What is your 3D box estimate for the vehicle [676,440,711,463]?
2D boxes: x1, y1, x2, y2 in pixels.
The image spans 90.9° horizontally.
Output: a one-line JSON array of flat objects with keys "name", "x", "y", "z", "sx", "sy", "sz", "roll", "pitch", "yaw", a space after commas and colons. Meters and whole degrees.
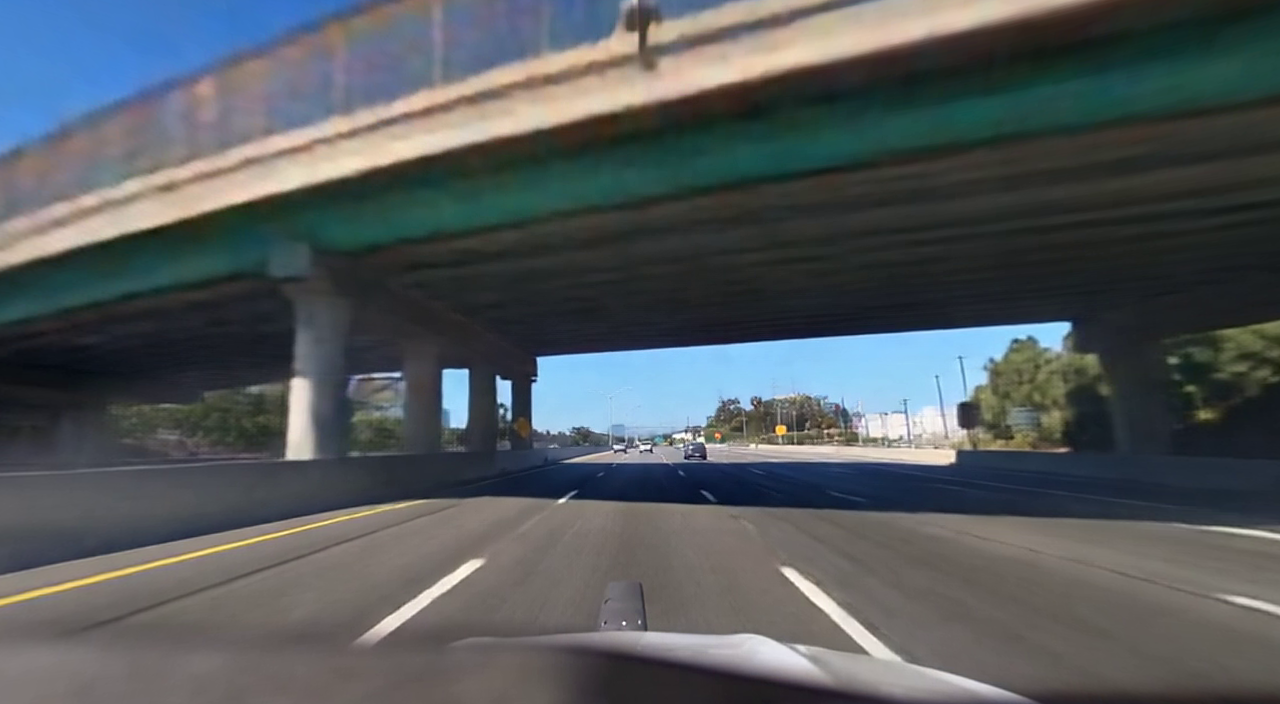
[{"name": "vehicle", "x": 3.641, "y": 6.889, "z": 43.677, "sx": 1.949, "sy": 1.515, "sz": 4.374, "roll": 0, "pitch": -8, "yaw": -1}]
